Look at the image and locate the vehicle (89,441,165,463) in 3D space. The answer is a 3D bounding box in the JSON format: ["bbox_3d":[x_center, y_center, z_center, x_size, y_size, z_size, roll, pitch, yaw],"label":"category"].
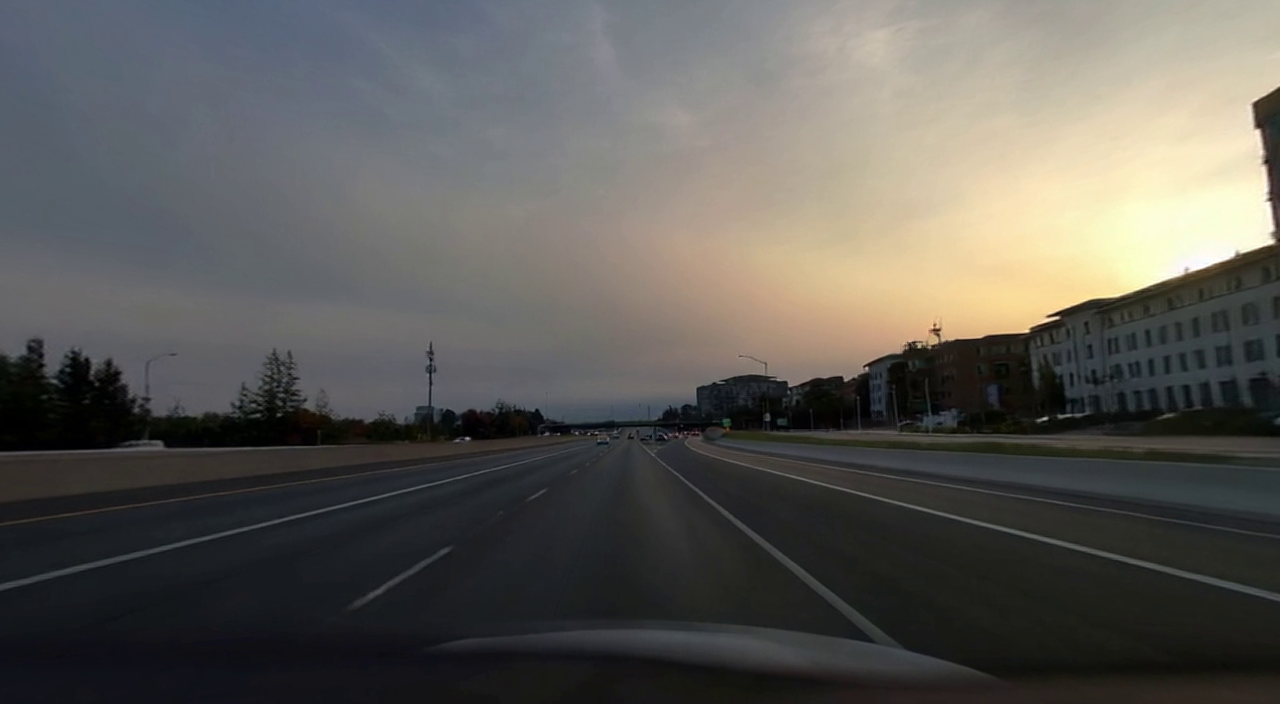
[{"bbox_3d":[-38.256,7.446,47.051,1.864,1.468,4.540,0,-8,0],"label":"vehicle"}]
